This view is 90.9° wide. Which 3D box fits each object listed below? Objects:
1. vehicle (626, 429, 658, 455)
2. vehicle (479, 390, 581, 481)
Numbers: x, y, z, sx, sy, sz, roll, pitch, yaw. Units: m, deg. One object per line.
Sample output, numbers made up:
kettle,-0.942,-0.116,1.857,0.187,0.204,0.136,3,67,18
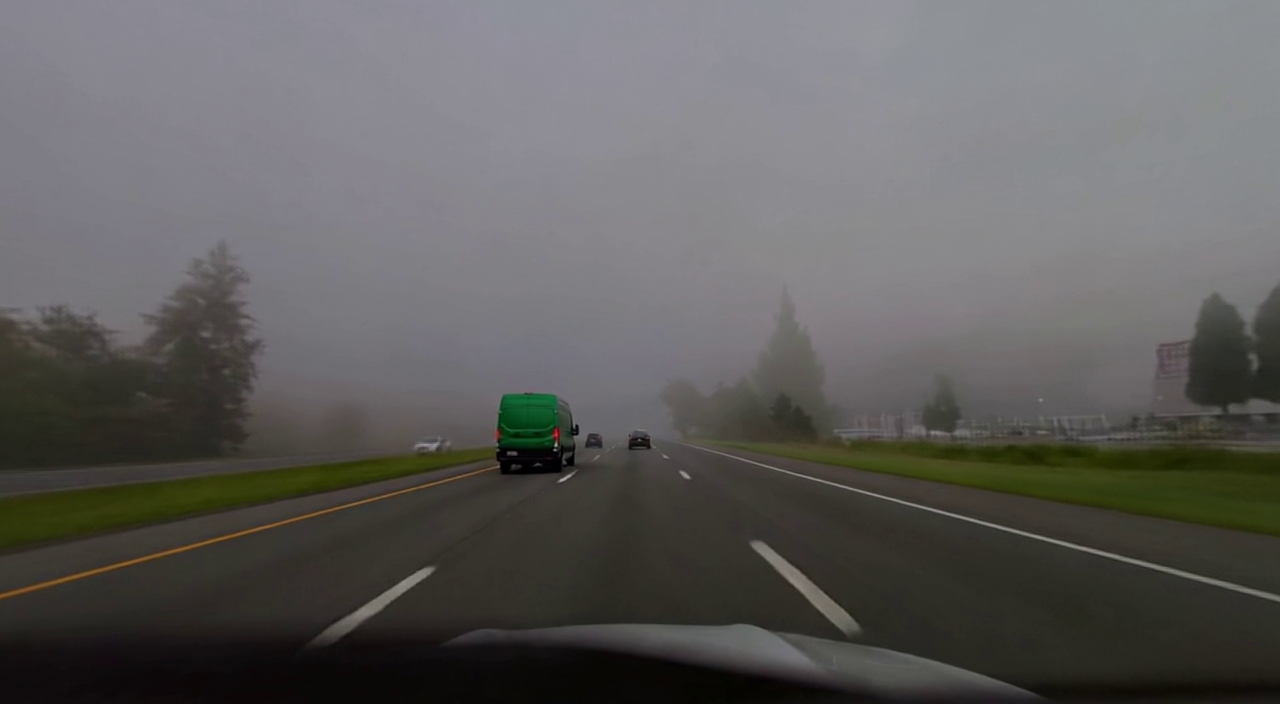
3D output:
vehicle,0.092,6.225,43.635,2.104,1.646,4.176,0,-8,-1
vehicle,-3.433,2.784,21.010,2.424,2.577,5.828,0,-8,-1
